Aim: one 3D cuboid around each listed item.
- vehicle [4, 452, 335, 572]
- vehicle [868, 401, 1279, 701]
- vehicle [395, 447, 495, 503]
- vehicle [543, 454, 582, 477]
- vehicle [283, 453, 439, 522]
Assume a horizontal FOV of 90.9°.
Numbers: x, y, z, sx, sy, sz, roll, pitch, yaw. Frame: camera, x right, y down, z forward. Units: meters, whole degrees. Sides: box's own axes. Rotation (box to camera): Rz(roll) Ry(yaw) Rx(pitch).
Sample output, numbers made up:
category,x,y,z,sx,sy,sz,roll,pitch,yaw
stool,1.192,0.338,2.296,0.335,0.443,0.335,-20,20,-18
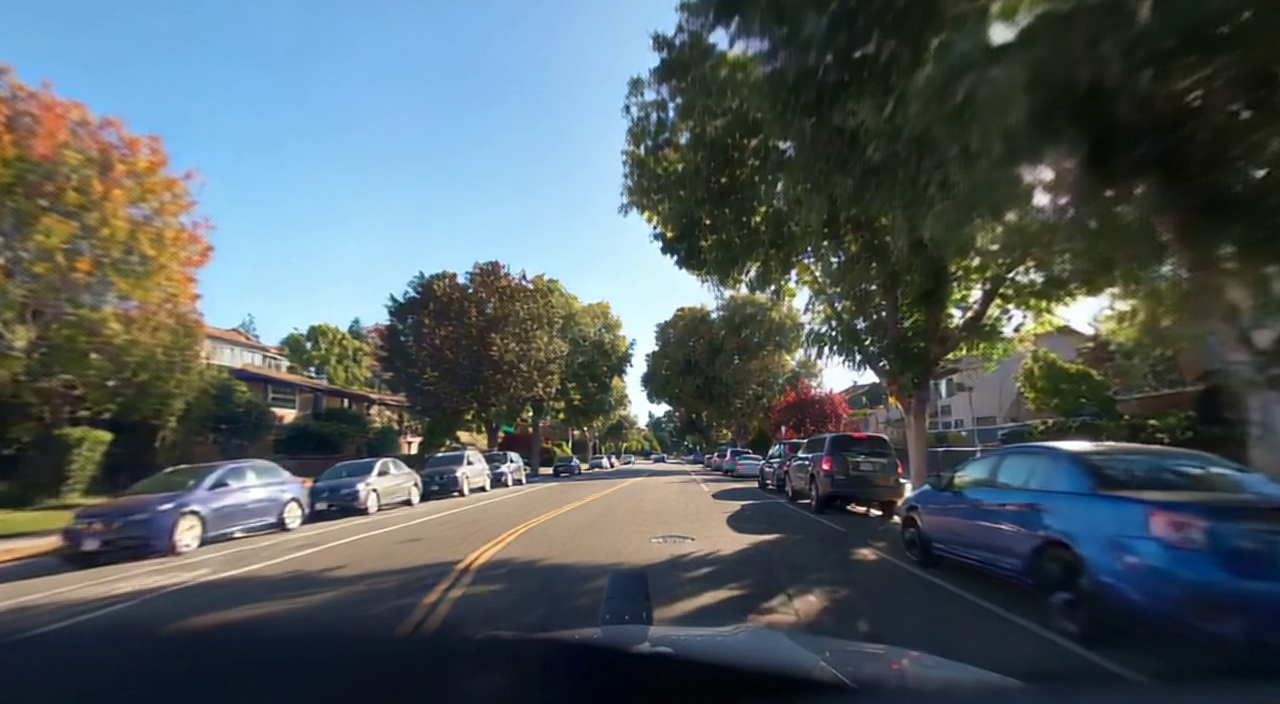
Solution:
category,x,y,z,sx,sy,sz,roll,pitch,yaw
vehicle,-7.361,2.493,10.704,1.963,1.470,4.671,-2,-9,1
vehicle,4.113,1.524,6.137,2.216,1.779,4.630,0,-8,2
vehicle,-6.814,4.315,22.651,1.973,1.755,4.528,-1,-8,3
vehicle,-5.433,8.006,44.658,1.903,1.463,4.526,-2,-8,4
vehicle,-7.132,3.467,16.742,1.948,1.477,4.518,-2,-9,2
